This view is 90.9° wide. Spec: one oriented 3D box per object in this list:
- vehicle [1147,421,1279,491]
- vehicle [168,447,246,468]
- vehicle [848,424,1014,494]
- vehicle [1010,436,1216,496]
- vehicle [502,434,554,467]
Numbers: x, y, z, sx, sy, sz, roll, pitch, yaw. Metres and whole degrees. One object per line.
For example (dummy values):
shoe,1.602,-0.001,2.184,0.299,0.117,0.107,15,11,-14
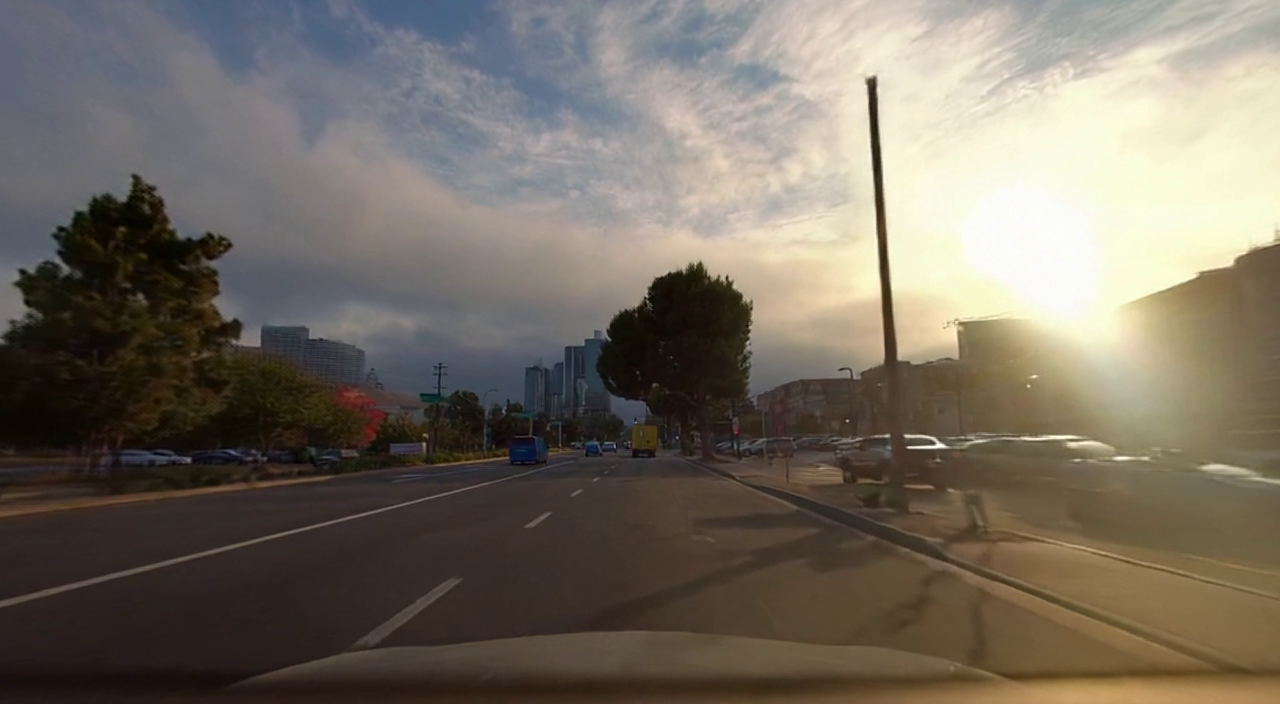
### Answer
vehicle,18.457,2.963,18.064,2.211,1.880,5.847,2,-9,-12
vehicle,-33.554,8.180,48.954,4.462,1.613,2.046,0,-8,-2
vehicle,8.165,3.055,18.317,2.057,1.750,4.679,1,-9,-8
vehicle,13.371,3.217,18.255,1.944,1.476,4.483,2,-9,-13
vehicle,-6.801,6.059,38.952,2.149,1.893,5.187,0,-8,1
